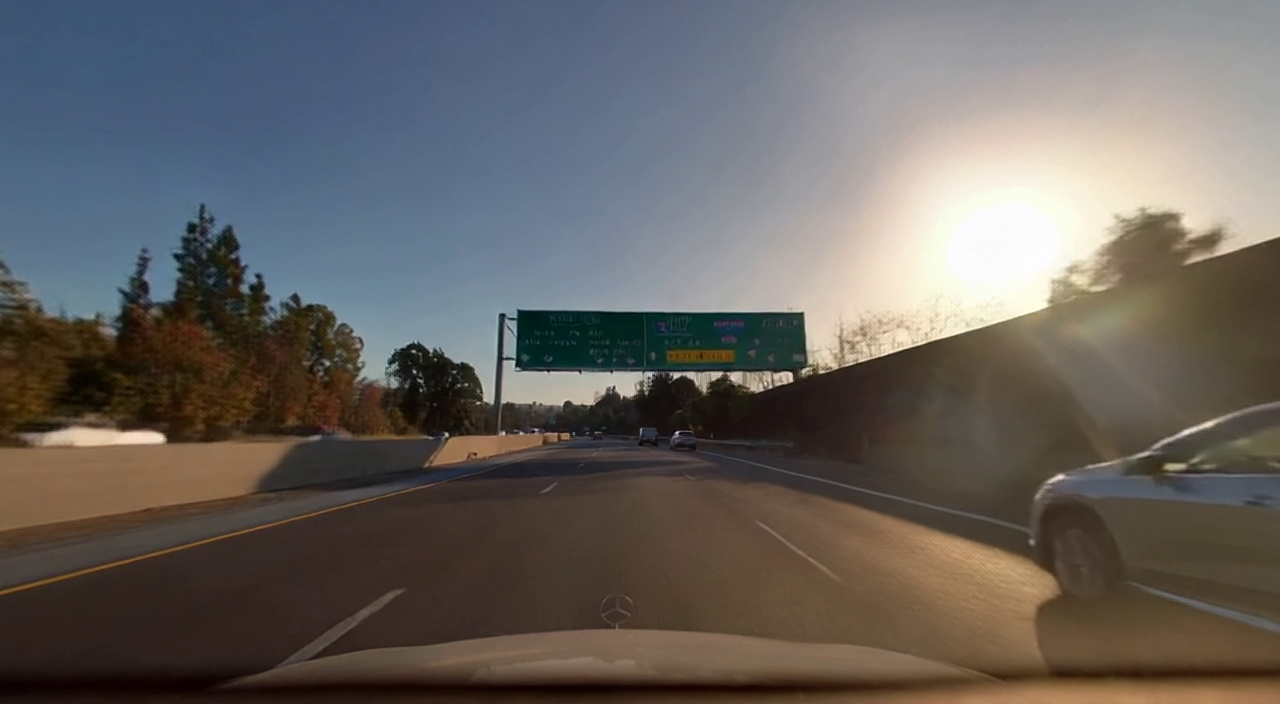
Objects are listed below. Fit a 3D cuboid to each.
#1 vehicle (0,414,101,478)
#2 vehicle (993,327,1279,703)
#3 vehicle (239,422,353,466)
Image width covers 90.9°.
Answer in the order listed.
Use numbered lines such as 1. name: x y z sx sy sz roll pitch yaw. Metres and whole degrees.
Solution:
1. vehicle: -15.795 2.292 15.438 1.750 1.471 3.894 0 -8 -1
2. vehicle: 3.654 0.700 2.367 2.107 1.642 4.331 0 -8 0
3. vehicle: -12.648 3.417 23.514 1.921 1.476 4.198 0 -8 -1
